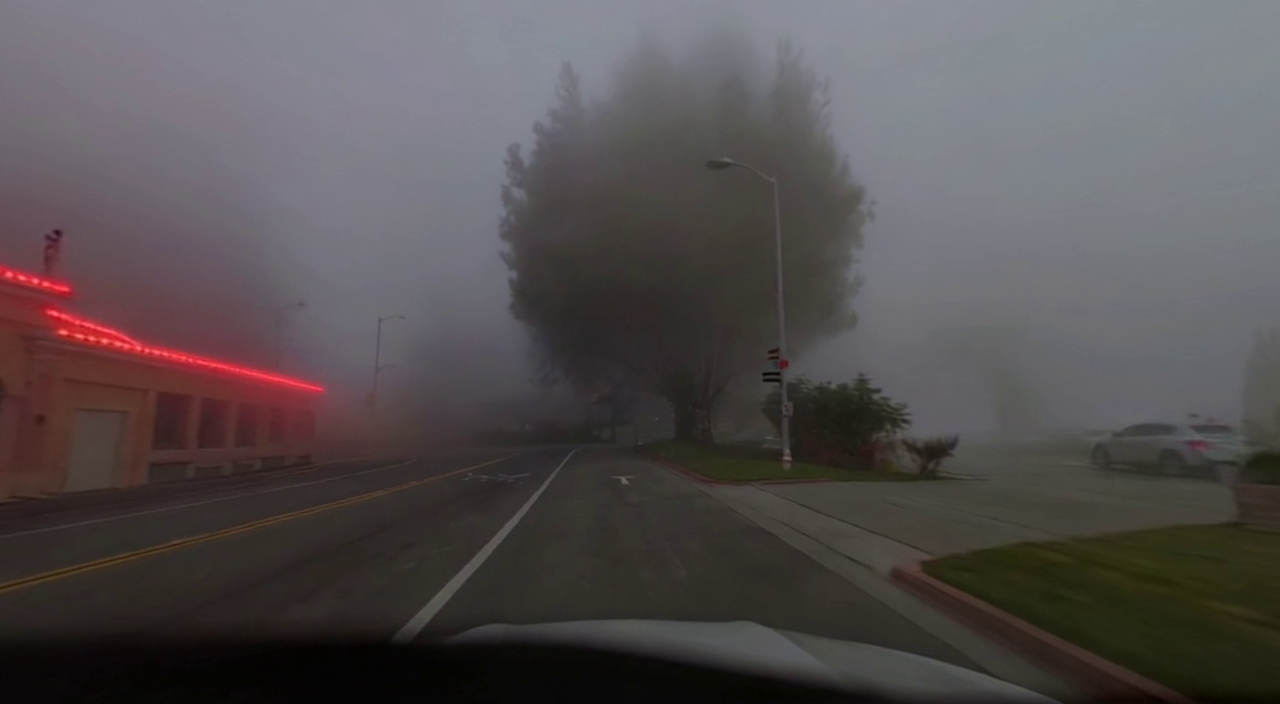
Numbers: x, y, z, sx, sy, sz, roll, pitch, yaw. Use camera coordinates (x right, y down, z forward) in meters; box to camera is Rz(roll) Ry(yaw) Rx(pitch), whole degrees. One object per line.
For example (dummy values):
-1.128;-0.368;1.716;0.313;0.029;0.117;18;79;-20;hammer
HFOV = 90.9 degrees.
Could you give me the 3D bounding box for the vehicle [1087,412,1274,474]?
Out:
19.479;3.293;23.082;1.949;2.002;4.914;1;-8;-11;vehicle
